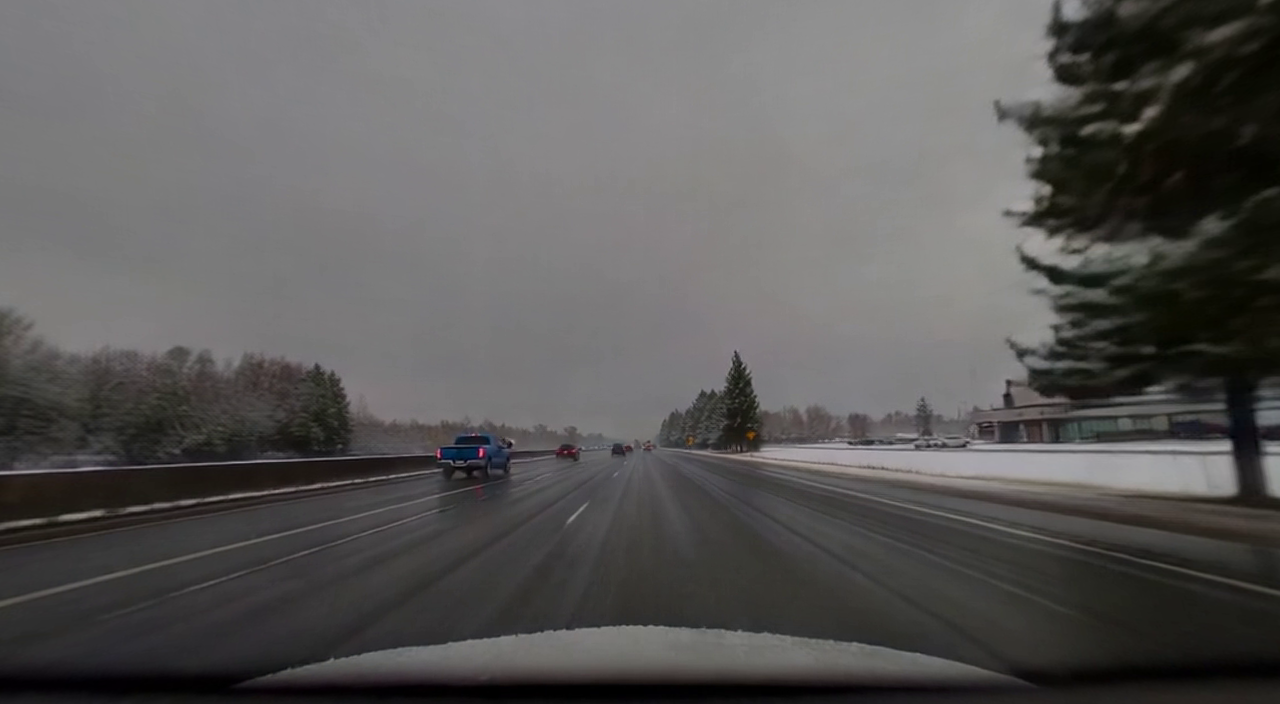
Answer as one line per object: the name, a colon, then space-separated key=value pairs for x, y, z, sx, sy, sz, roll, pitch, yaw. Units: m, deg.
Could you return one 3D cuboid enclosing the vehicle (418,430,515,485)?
vehicle: x=-6.788 y=4.206 z=25.541 sx=2.156 sy=1.911 sz=5.956 roll=0 pitch=-8 yaw=1
